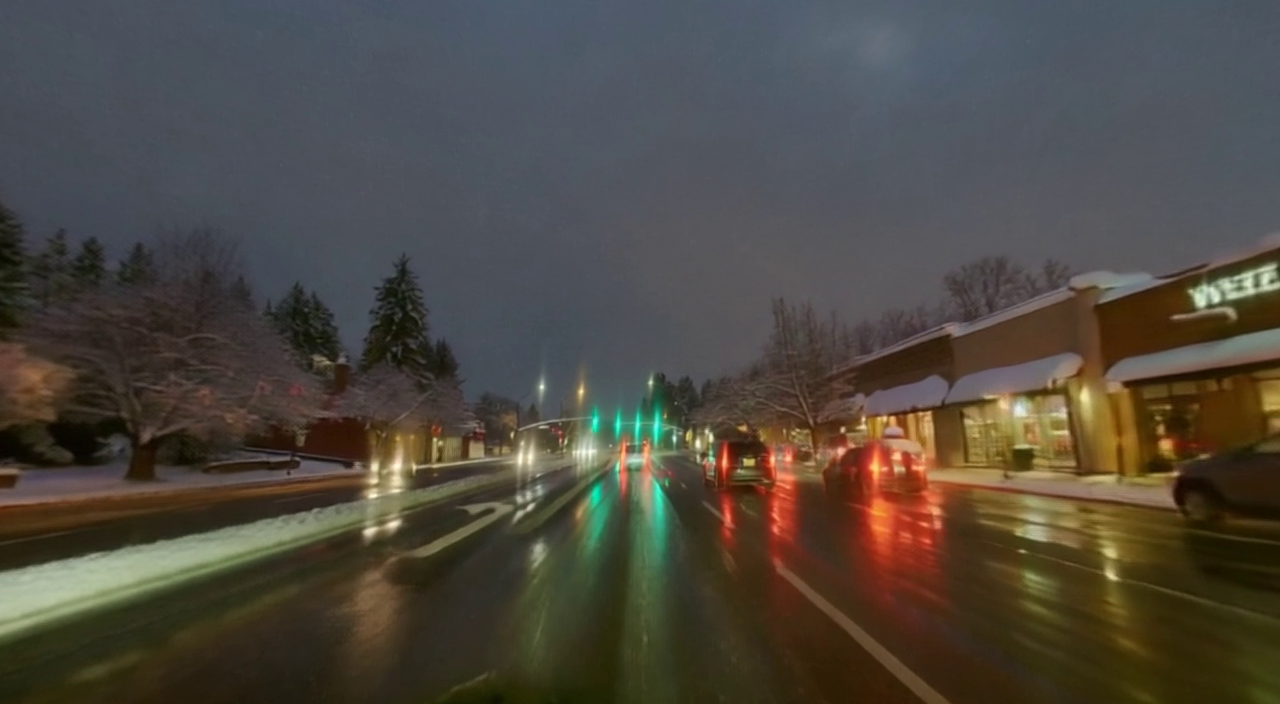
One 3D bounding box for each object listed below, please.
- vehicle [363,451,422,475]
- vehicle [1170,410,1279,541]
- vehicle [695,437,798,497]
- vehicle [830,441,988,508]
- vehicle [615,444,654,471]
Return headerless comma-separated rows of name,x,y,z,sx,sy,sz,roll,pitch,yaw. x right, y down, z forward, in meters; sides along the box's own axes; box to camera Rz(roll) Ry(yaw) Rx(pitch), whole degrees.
vehicle,-16.085,7.215,41.326,1.921,1.480,4.577,0,-8,1
vehicle,10.509,1.700,8.550,2.248,1.899,4.942,0,-8,-2
vehicle,2.964,3.319,18.712,2.072,1.545,4.578,0,-8,-2
vehicle,6.600,3.024,16.187,1.952,1.449,4.544,0,-8,-2
vehicle,-0.291,5.967,35.984,2.052,1.461,4.324,0,-8,0
